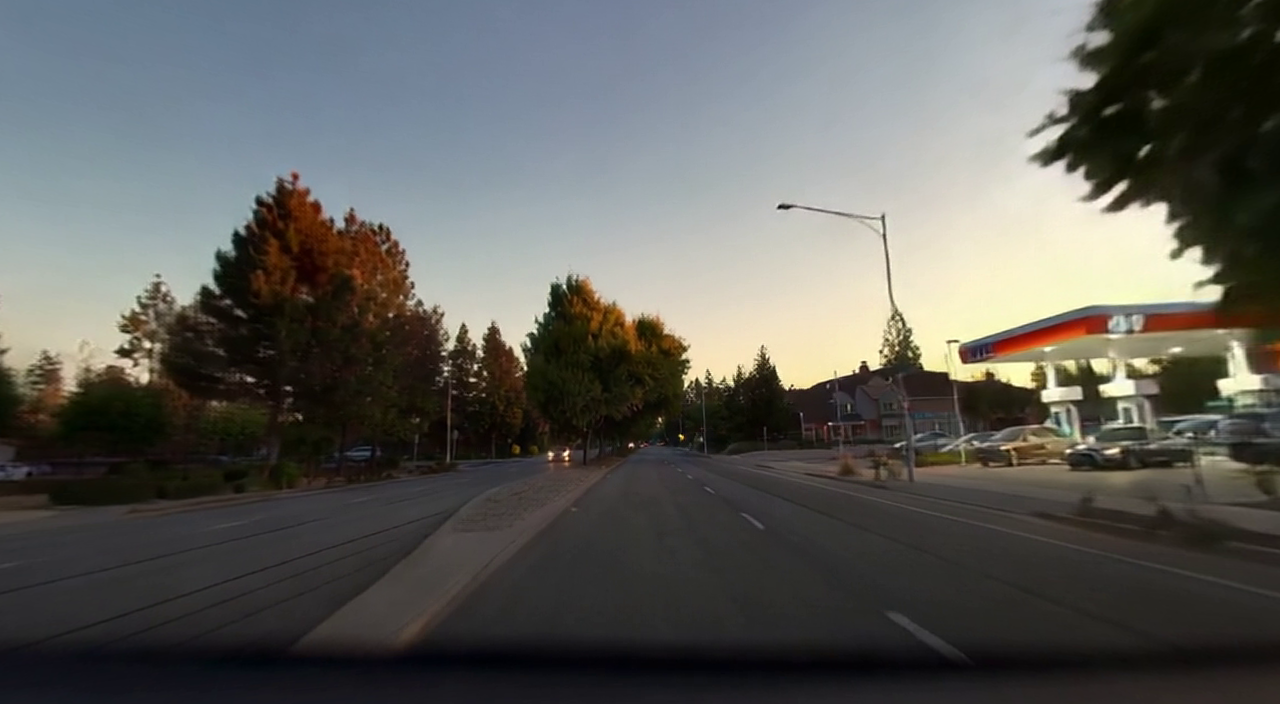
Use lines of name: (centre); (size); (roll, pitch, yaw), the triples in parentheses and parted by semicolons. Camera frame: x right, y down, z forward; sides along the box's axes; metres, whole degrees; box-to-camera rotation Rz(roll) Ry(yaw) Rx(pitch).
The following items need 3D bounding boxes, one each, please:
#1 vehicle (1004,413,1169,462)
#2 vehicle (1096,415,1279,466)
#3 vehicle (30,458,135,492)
vehicle: (16.731, 3.223, 23.864); (4.594, 1.751, 2.071); (0, -8, -1)
vehicle: (16.854, 2.714, 19.308); (4.352, 1.466, 1.943); (0, -8, -3)
vehicle: (-26.845, 5.908, 30.585); (1.768, 1.465, 3.569); (0, -8, 1)
